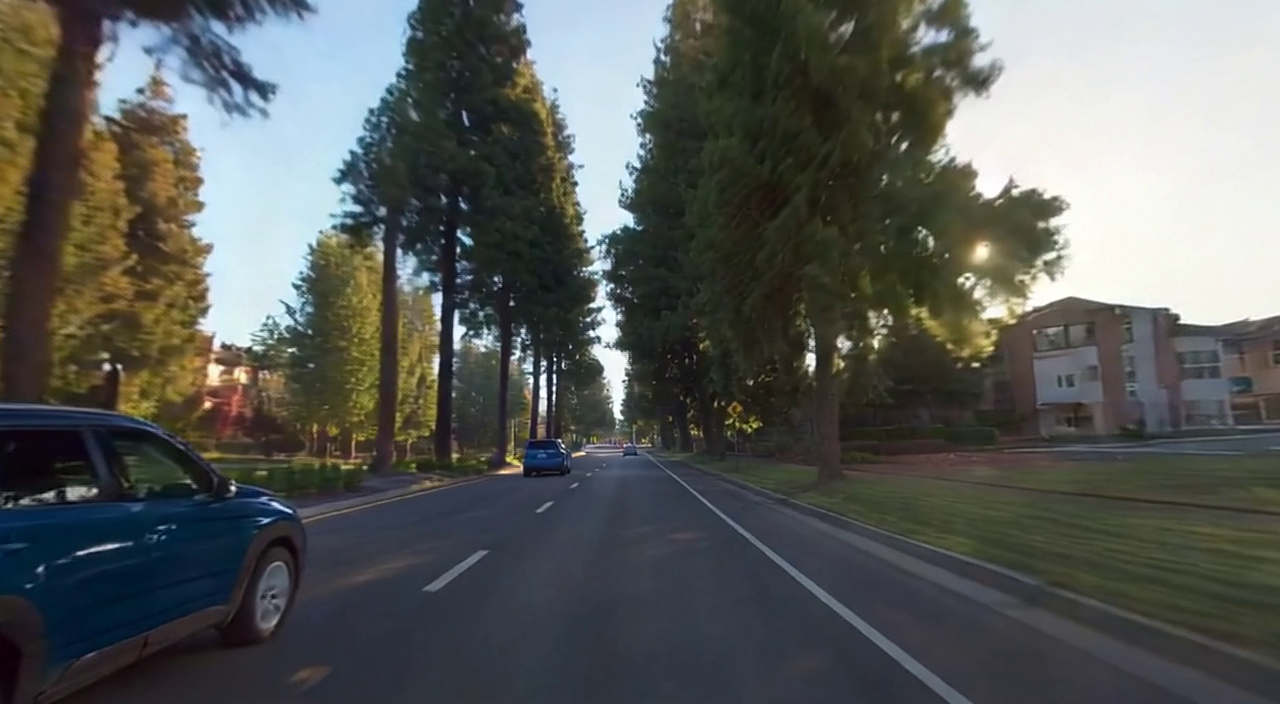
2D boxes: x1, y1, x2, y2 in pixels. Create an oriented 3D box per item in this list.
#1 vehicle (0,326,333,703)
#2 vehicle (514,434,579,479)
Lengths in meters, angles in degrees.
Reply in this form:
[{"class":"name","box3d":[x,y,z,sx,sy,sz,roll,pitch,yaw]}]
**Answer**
[{"class":"vehicle","box3d":[-3.527,0.843,2.851,2.152,1.731,4.335,0,-8,-1]},{"class":"vehicle","box3d":[-3.881,4.422,26.972,2.078,1.748,4.279,0,-8,0]}]
